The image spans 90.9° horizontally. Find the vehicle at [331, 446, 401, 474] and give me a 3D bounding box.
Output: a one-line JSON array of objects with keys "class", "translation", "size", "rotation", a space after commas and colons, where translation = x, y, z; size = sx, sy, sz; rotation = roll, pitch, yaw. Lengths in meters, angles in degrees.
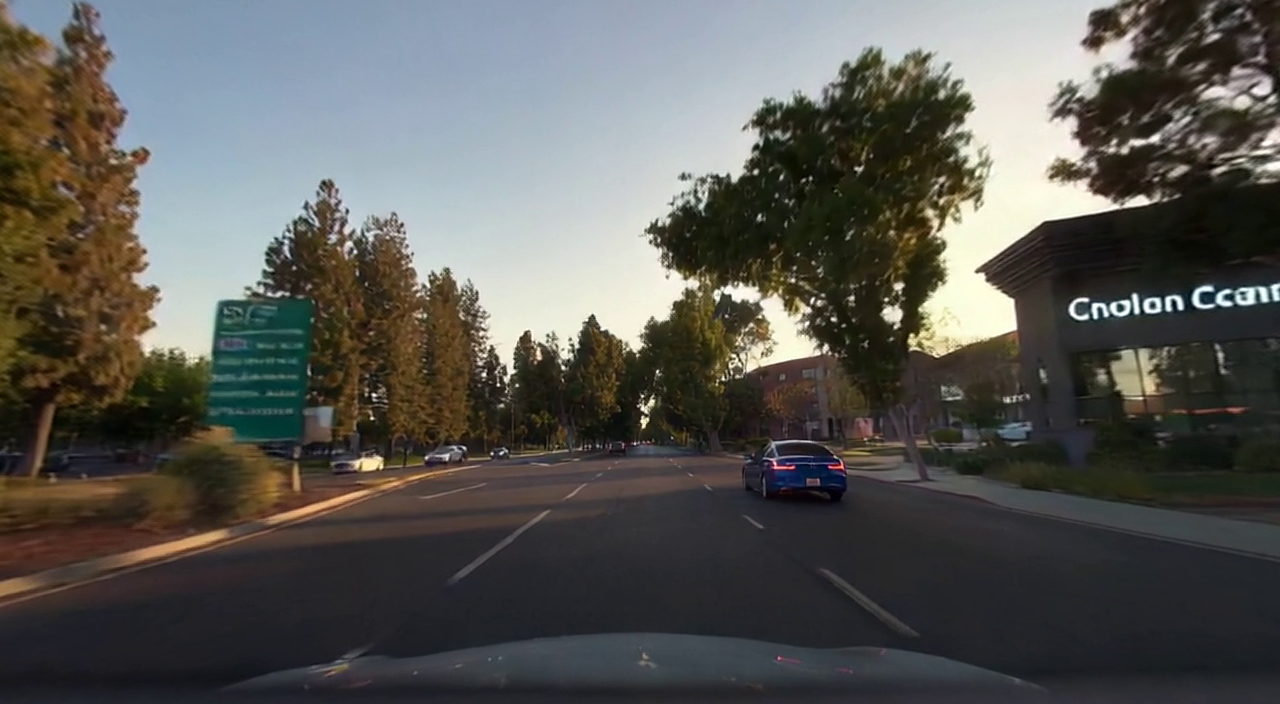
[{"class": "vehicle", "translation": [-15.672, 6.177, 36.310], "size": [1.917, 1.454, 4.577], "rotation": [0, -8, 0]}]

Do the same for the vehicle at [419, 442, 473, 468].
[{"class": "vehicle", "translation": [-12.167, 6.487, 39.851], "size": [1.986, 1.514, 4.300], "rotation": [0, -8, 1]}]

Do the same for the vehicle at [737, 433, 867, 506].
[{"class": "vehicle", "translation": [3.699, 2.747, 15.291], "size": [1.977, 1.474, 4.399], "rotation": [0, -8, 0]}]

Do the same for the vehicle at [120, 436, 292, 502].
[{"class": "vehicle", "translation": [-12.549, 3.364, 18.664], "size": [1.975, 1.697, 4.265], "rotation": [0, -8, 1]}]
